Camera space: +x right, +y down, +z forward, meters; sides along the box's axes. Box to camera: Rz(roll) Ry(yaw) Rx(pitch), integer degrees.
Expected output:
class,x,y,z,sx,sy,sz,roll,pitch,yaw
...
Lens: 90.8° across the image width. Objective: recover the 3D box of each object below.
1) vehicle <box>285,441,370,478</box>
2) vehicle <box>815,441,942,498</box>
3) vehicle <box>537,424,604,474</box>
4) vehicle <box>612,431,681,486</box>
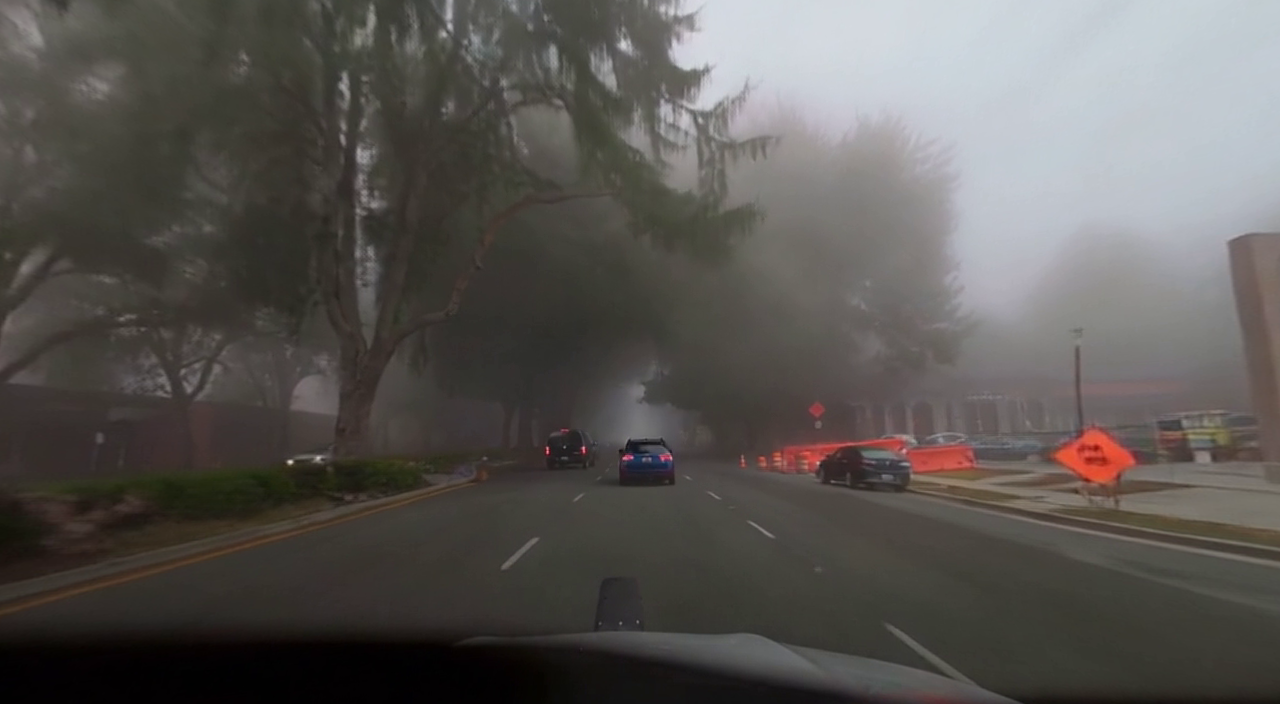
class,x,y,z,sx,sy,sz,roll,pitch,yaw
vehicle,-15.513,5.325,31.639,1.898,1.702,4.456,0,-8,1
vehicle,7.043,3.506,19.276,2.076,1.535,4.460,0,-9,-1
vehicle,-3.031,4.433,28.940,2.357,2.063,5.488,0,-8,1
vehicle,0.205,3.684,22.214,2.168,1.725,4.192,0,-8,0
